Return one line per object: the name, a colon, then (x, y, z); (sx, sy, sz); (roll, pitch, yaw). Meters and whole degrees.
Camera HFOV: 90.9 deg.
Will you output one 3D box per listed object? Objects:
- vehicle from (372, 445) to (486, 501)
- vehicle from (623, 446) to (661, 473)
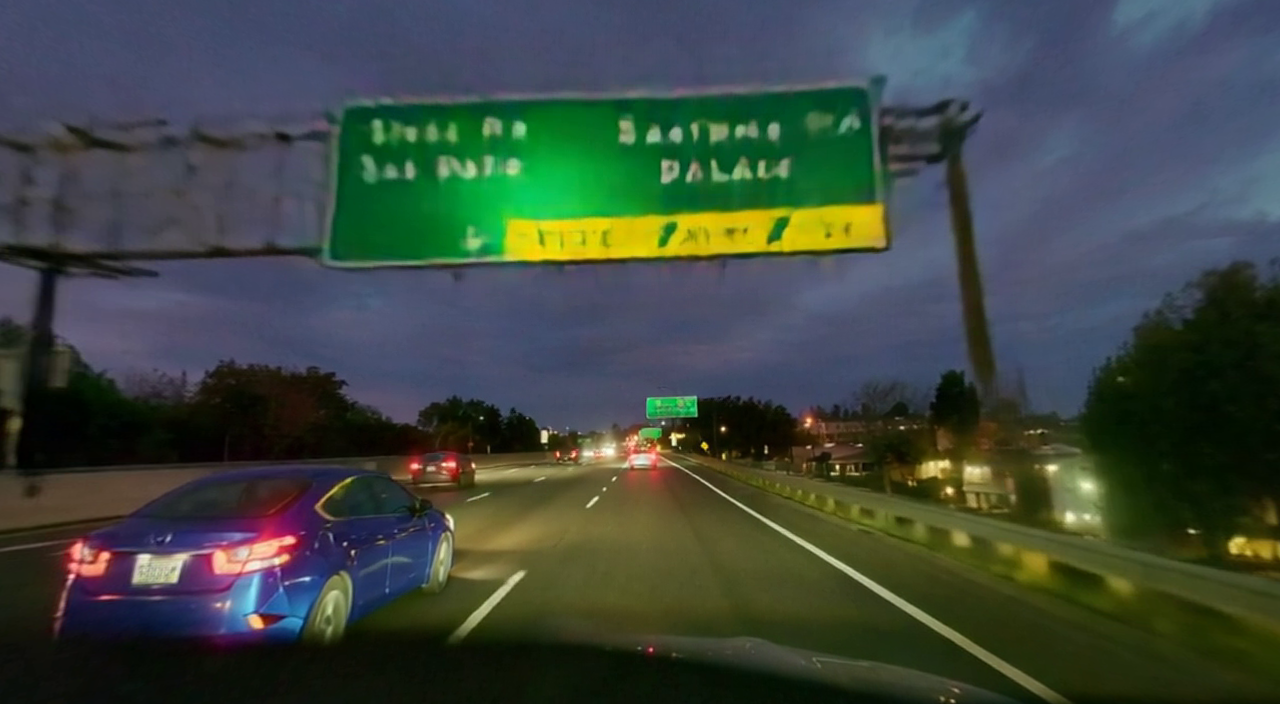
vehicle: (-6.463, 3.718, 19.905); (2.075, 1.528, 4.327); (0, -8, 0)
vehicle: (0.073, 6.044, 35.730); (2.051, 1.443, 3.770); (0, -8, -1)
